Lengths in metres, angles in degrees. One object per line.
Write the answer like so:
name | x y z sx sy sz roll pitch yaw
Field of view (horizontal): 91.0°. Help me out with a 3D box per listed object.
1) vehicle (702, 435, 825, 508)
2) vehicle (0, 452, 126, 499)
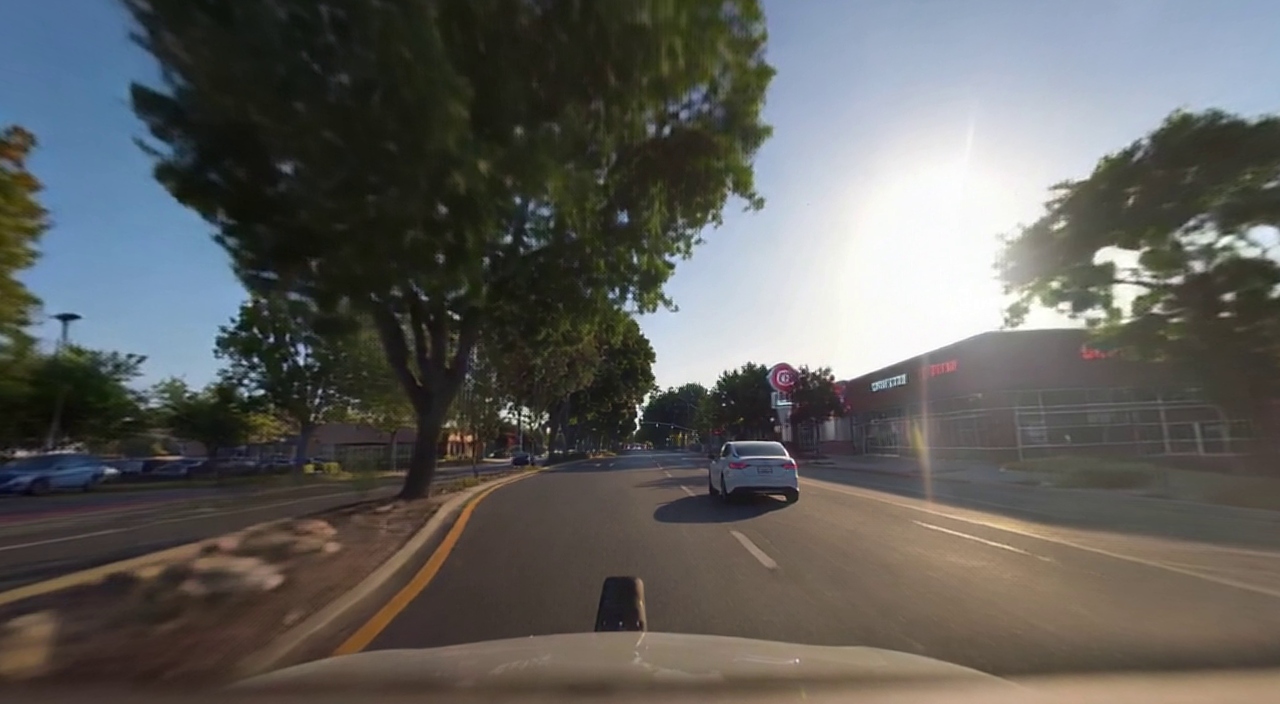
vehicle | 2.780 2.811 15.313 2.015 1.479 4.444 0 -9 -1
vehicle | -28.545 5.785 29.818 6.011 2.042 2.375 5 -10 -31
